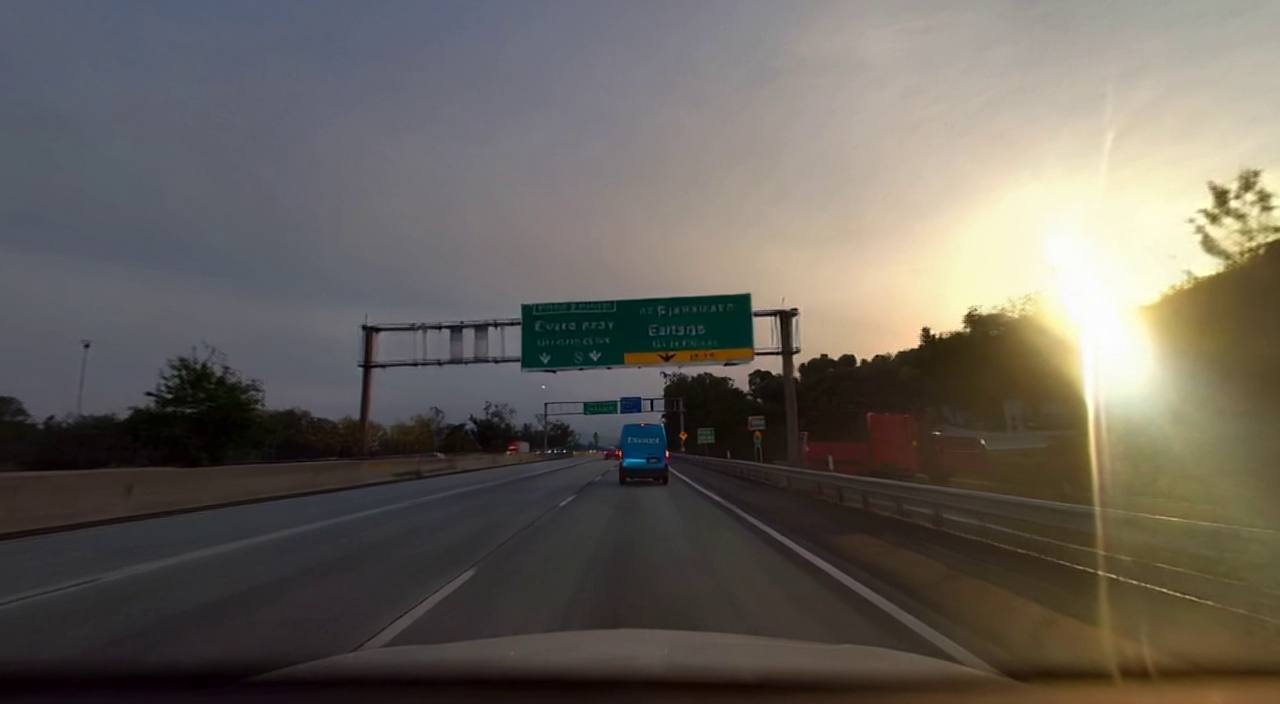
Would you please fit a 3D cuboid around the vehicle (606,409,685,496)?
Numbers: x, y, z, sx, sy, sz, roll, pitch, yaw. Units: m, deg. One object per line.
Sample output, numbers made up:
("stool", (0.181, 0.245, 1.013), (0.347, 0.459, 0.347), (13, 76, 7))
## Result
("vehicle", (0.068, 3.399, 21.484), (2.332, 2.558, 5.314), (0, -9, -2))
